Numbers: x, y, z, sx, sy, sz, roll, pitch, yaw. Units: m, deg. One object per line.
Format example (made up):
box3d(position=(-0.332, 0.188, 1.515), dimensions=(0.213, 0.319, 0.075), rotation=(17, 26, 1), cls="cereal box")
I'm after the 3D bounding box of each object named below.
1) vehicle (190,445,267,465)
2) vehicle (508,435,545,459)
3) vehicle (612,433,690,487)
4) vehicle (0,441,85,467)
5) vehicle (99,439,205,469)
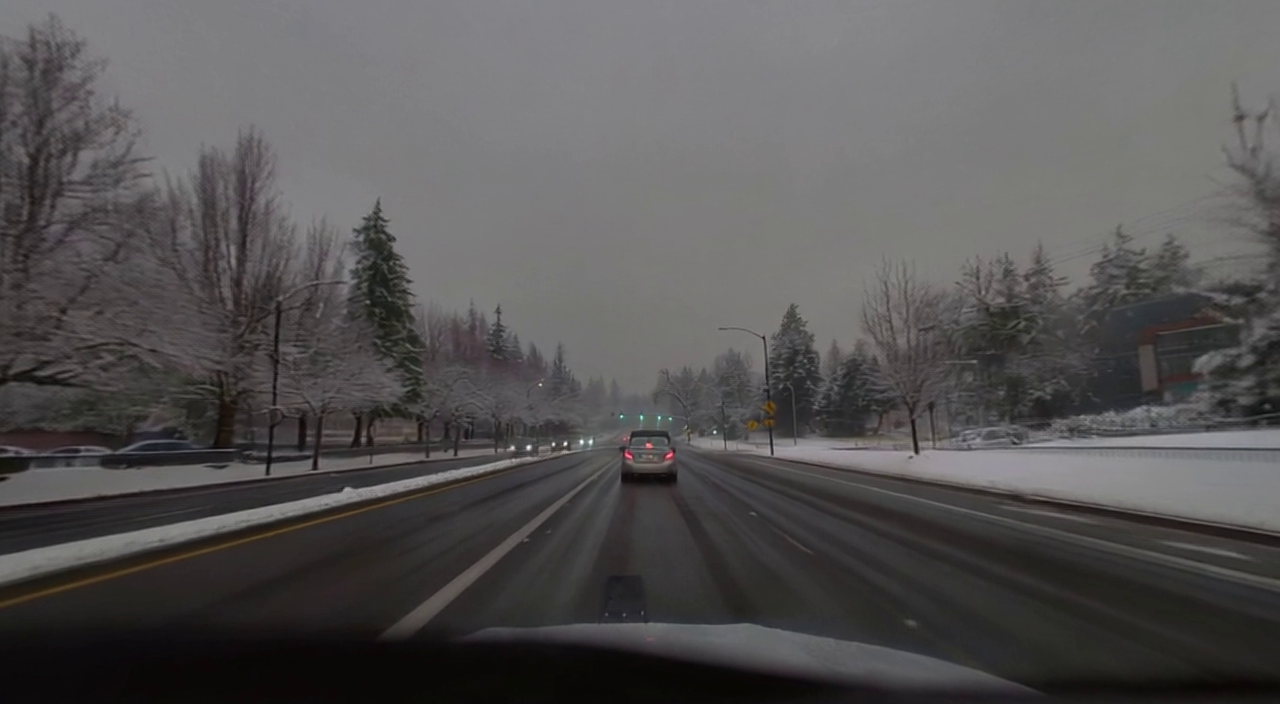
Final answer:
box3d(position=(-30.412, 7.617, 46.711), dimensions=(4.356, 1.444, 1.819), rotation=(0, -8, -1), cls="vehicle")
box3d(position=(-8.848, 7.442, 49.600), dimensions=(2.131, 1.778, 4.912), rotation=(0, -8, -1), cls="vehicle")
box3d(position=(0.256, 3.174, 18.858), dimensions=(2.093, 1.442, 3.977), rotation=(0, -8, -1), cls="vehicle")
box3d(position=(-42.399, 7.207, 44.580), dimensions=(4.334, 1.769, 1.975), rotation=(0, -8, -2), cls="vehicle")
box3d(position=(-30.123, 6.313, 39.042), dimensions=(4.764, 1.786, 2.091), rotation=(0, -8, 0), cls="vehicle")
